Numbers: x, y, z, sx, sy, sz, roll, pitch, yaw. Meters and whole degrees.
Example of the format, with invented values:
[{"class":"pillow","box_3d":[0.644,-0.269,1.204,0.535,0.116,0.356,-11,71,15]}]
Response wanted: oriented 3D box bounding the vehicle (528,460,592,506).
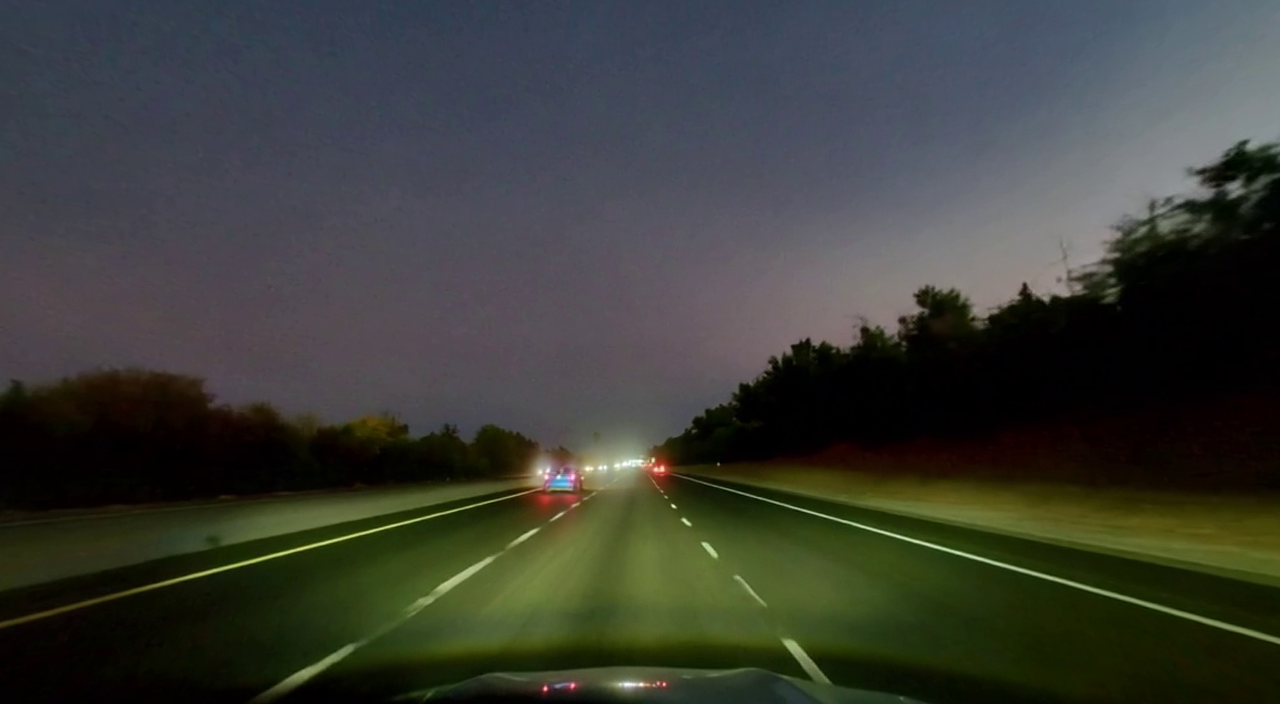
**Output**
[{"class":"vehicle","box_3d":[-2.908,4.879,23.717,1.797,1.532,4.072,1,-10,1]}]
